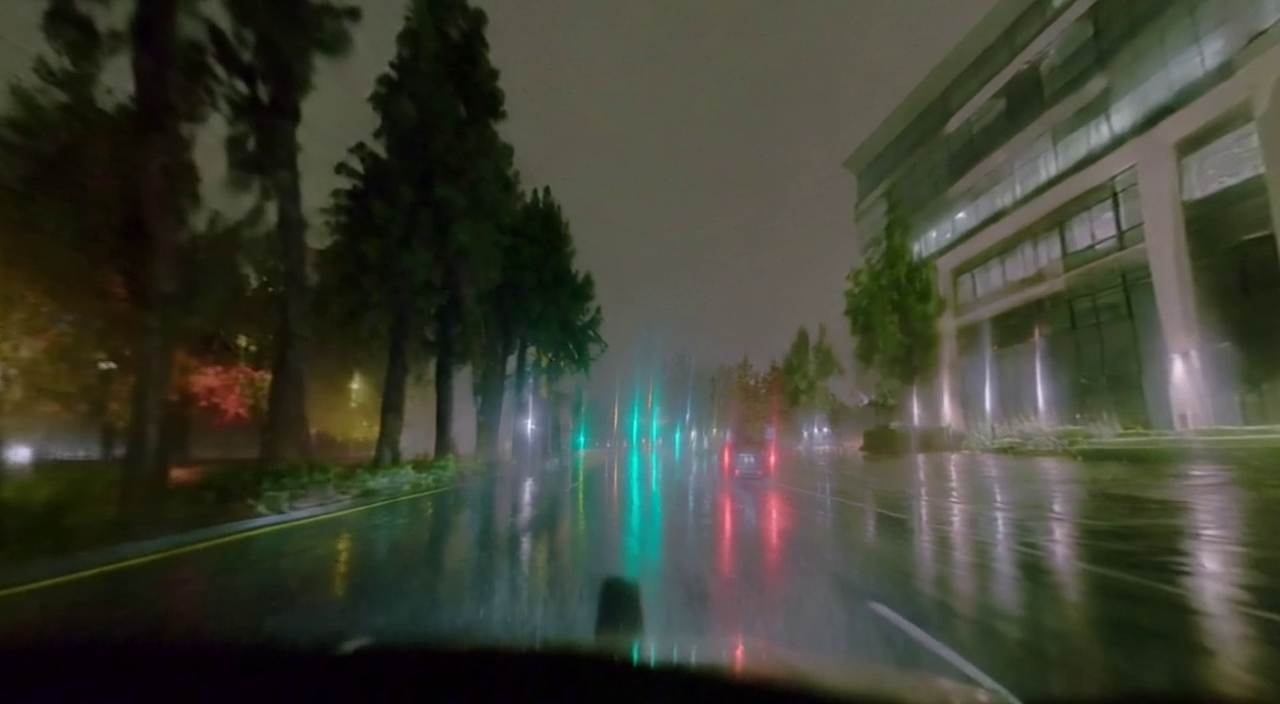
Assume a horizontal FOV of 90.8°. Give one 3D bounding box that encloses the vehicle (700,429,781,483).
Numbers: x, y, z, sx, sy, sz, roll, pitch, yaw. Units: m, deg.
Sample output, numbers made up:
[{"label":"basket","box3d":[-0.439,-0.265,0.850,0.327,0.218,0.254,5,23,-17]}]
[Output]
[{"label":"vehicle","box3d":[3.468,3.710,22.728,2.083,1.743,4.354,0,-8,-2]}]
